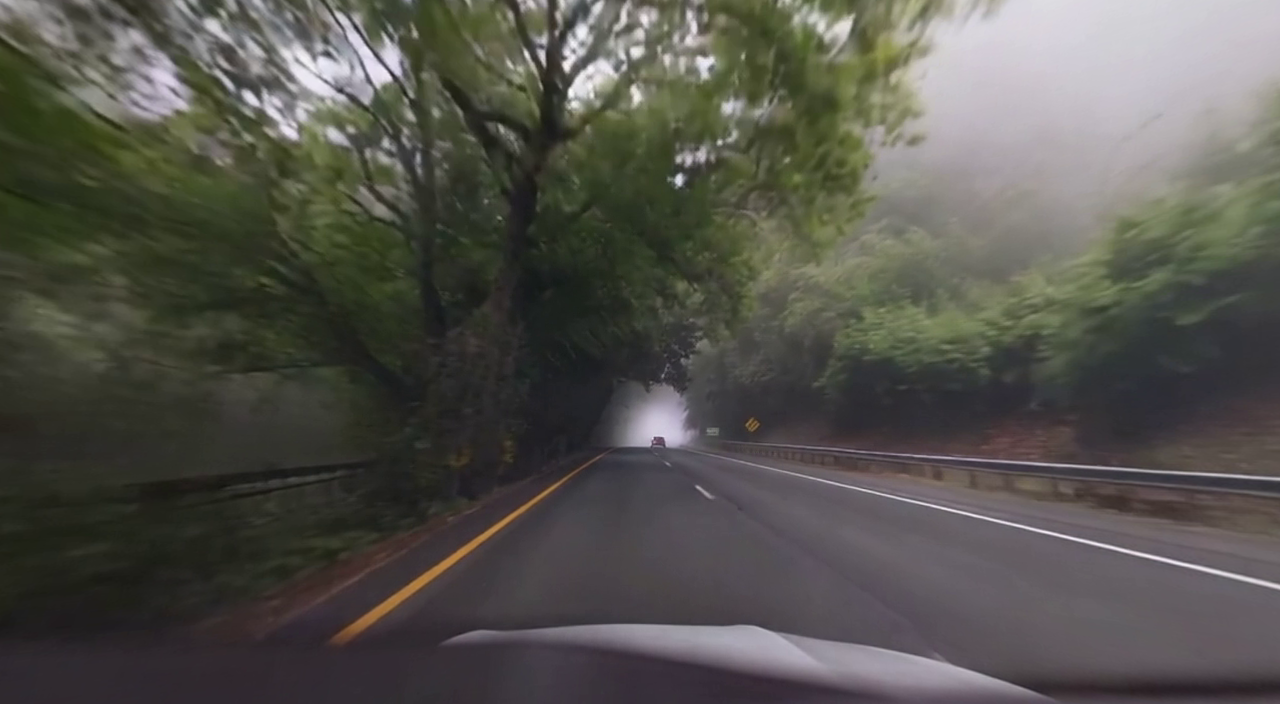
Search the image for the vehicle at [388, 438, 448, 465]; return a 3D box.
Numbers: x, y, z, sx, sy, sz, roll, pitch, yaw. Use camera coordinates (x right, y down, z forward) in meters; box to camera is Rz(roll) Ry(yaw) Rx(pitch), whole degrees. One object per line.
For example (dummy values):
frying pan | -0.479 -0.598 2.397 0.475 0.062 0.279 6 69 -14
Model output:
vehicle | -12.654 5.664 36.213 1.827 1.448 4.398 0 -7 0
